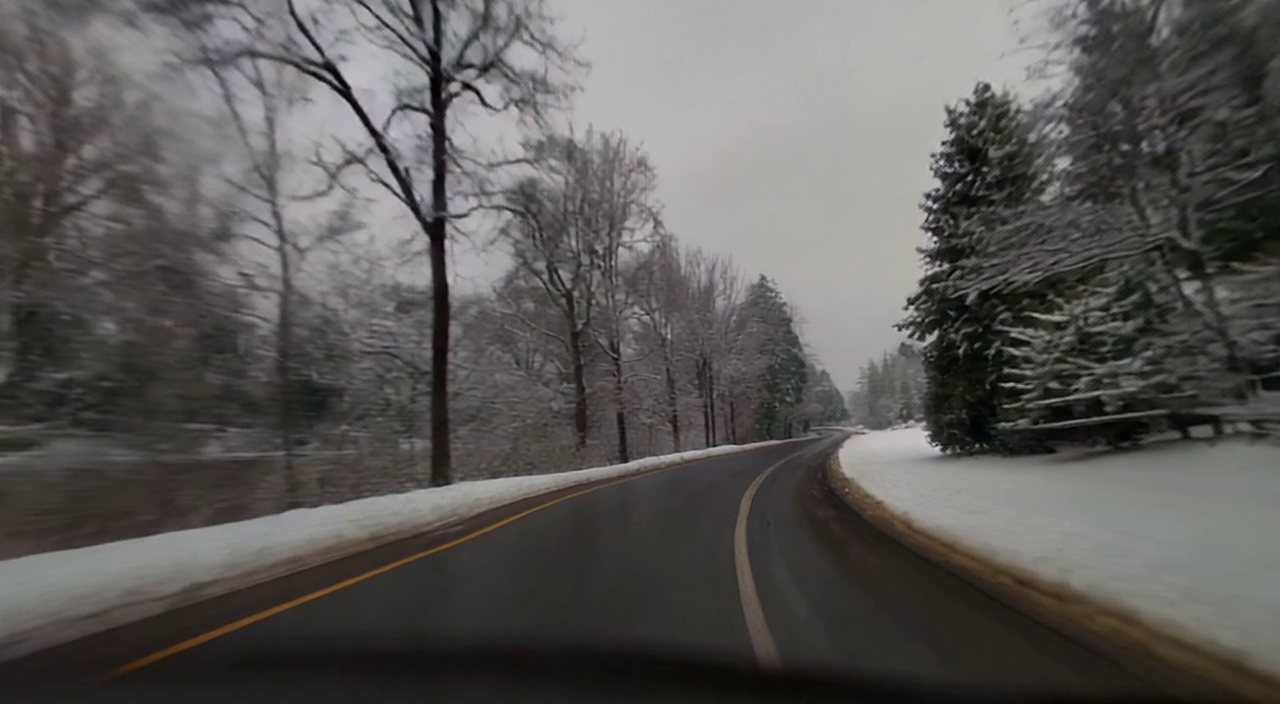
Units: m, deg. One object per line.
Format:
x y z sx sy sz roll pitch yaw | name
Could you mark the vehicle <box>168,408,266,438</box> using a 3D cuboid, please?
-32.101 5.439 48.069 2.424 2.051 5.709 -6 -9 23 | vehicle
